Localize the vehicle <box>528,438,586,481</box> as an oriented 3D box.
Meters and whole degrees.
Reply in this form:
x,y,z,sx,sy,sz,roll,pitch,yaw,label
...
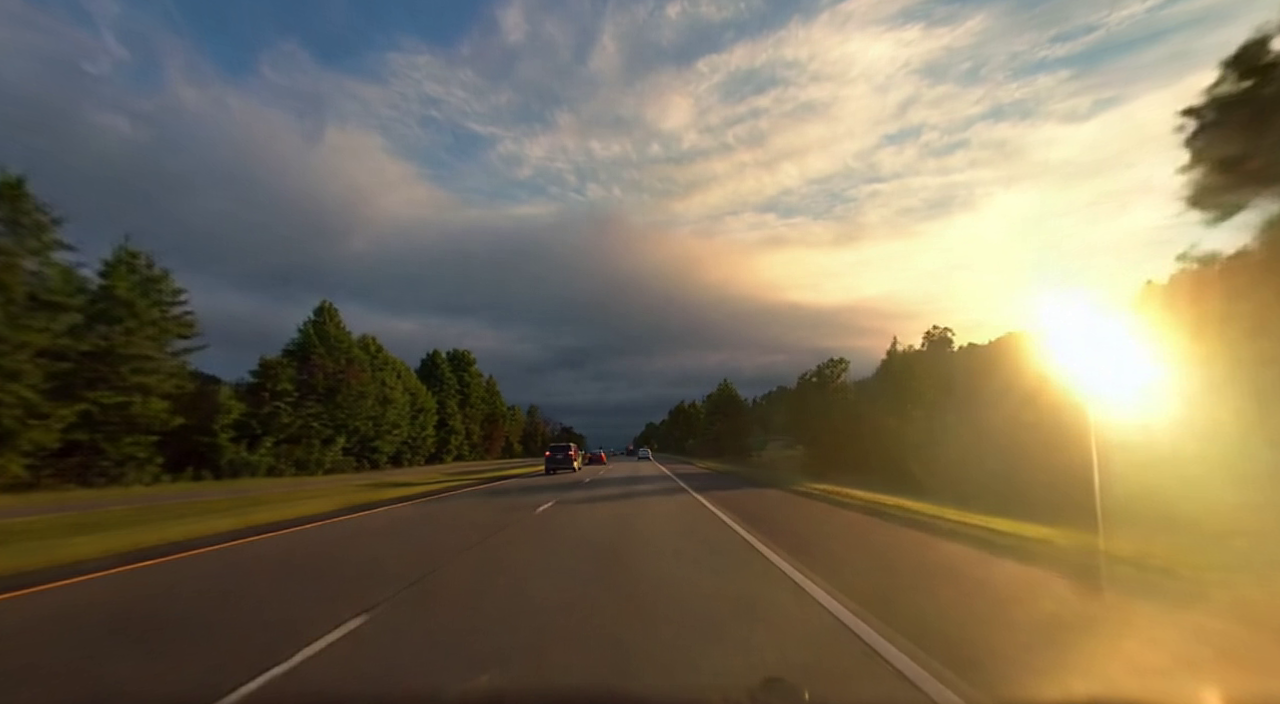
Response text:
x,y,z,sx,sy,sz,roll,pitch,yaw,label
-3.774,4.972,29.434,2.056,1.811,4.202,0,-9,1,vehicle
